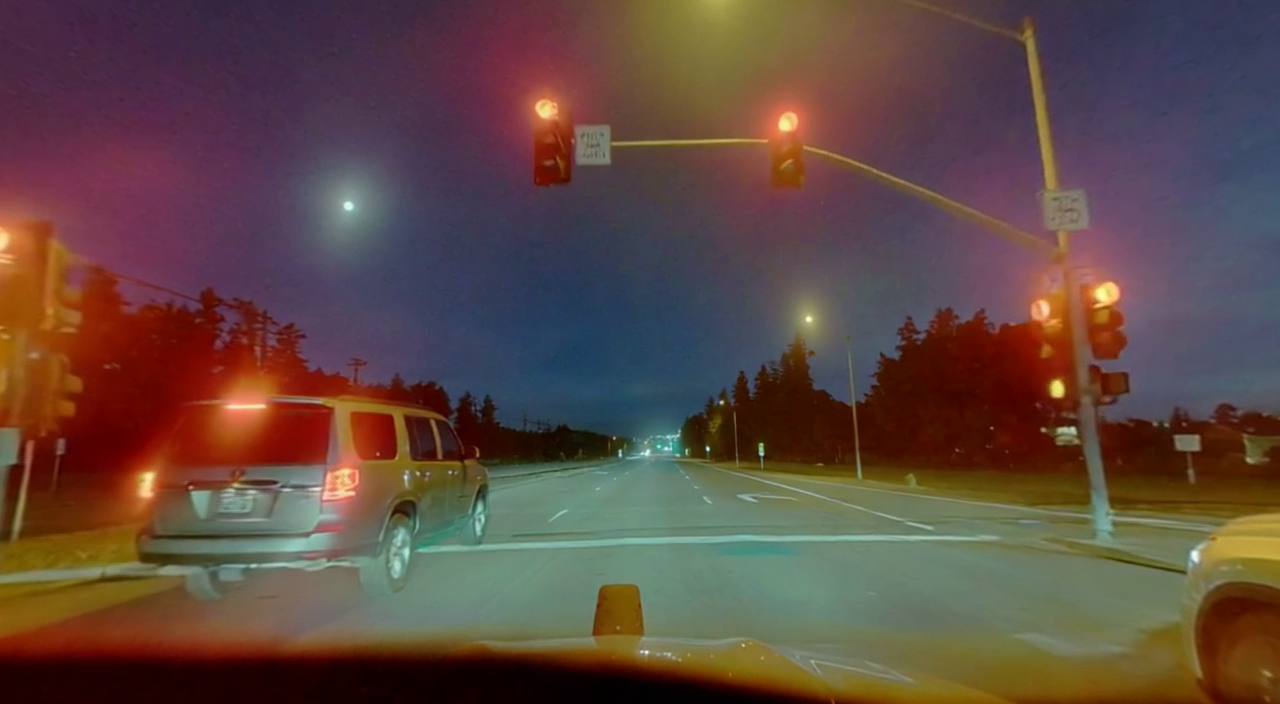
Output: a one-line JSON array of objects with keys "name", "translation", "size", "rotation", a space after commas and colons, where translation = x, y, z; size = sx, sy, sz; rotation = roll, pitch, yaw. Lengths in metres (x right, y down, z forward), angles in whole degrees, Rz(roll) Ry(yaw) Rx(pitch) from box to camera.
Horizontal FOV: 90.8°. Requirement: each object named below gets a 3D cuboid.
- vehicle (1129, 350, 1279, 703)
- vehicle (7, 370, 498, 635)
[{"name": "vehicle", "translation": [3.569, 0.632, 1.031], "size": [2.056, 1.703, 4.305], "rotation": [0, -8, 0]}, {"name": "vehicle", "translation": [-3.522, 1.519, 7.514], "size": [2.374, 1.985, 5.391], "rotation": [0, -8, 0]}]
